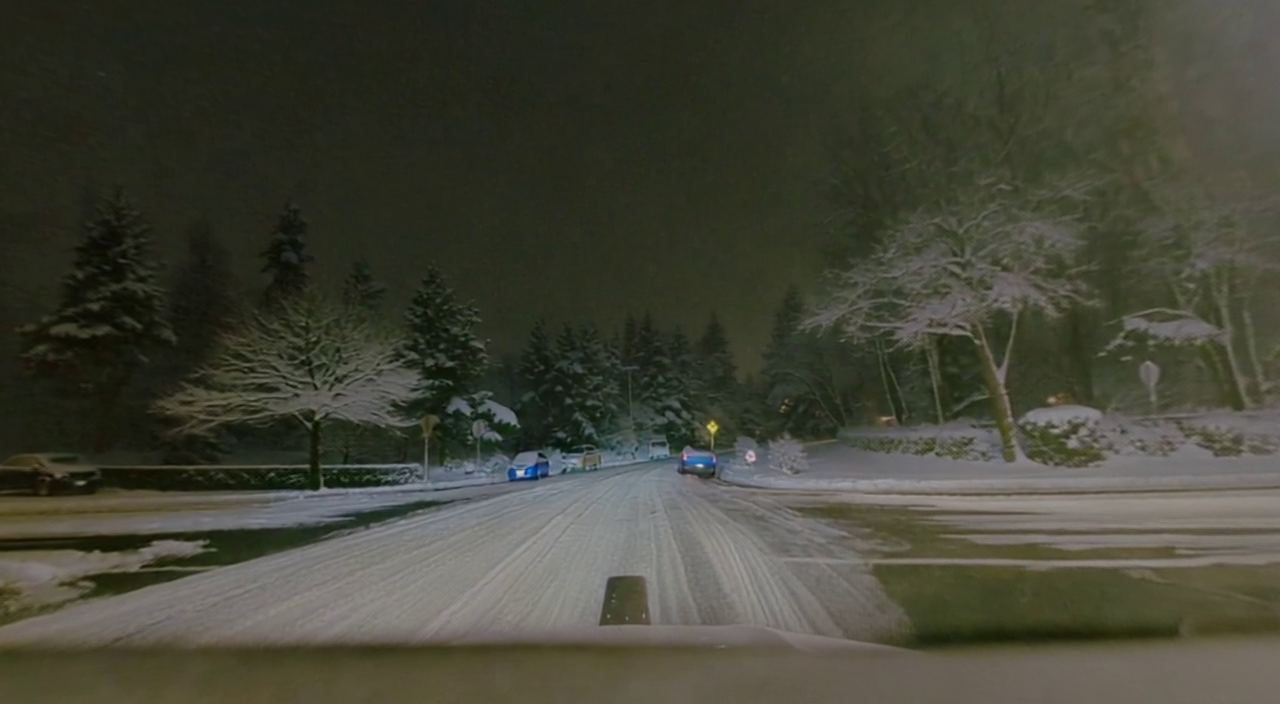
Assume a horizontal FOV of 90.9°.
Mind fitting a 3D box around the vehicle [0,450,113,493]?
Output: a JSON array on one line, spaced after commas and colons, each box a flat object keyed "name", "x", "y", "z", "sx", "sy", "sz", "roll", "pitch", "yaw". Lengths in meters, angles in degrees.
[{"name": "vehicle", "x": -26.781, "y": 5.313, "z": 28.265, "sx": 4.986, "sy": 1.796, "sz": 2.066, "roll": -2, "pitch": -8, "yaw": 14}]

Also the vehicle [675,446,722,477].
[{"name": "vehicle", "x": 2.952, "y": 5.661, "z": 32.885, "sx": 2.051, "sy": 1.461, "sz": 4.100, "roll": 0, "pitch": -8, "yaw": 0}]

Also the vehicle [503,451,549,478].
[{"name": "vehicle", "x": -6.882, "y": 6.833, "z": 38.523, "sx": 2.102, "sy": 1.507, "sz": 4.049, "roll": 0, "pitch": -8, "yaw": -1}]
